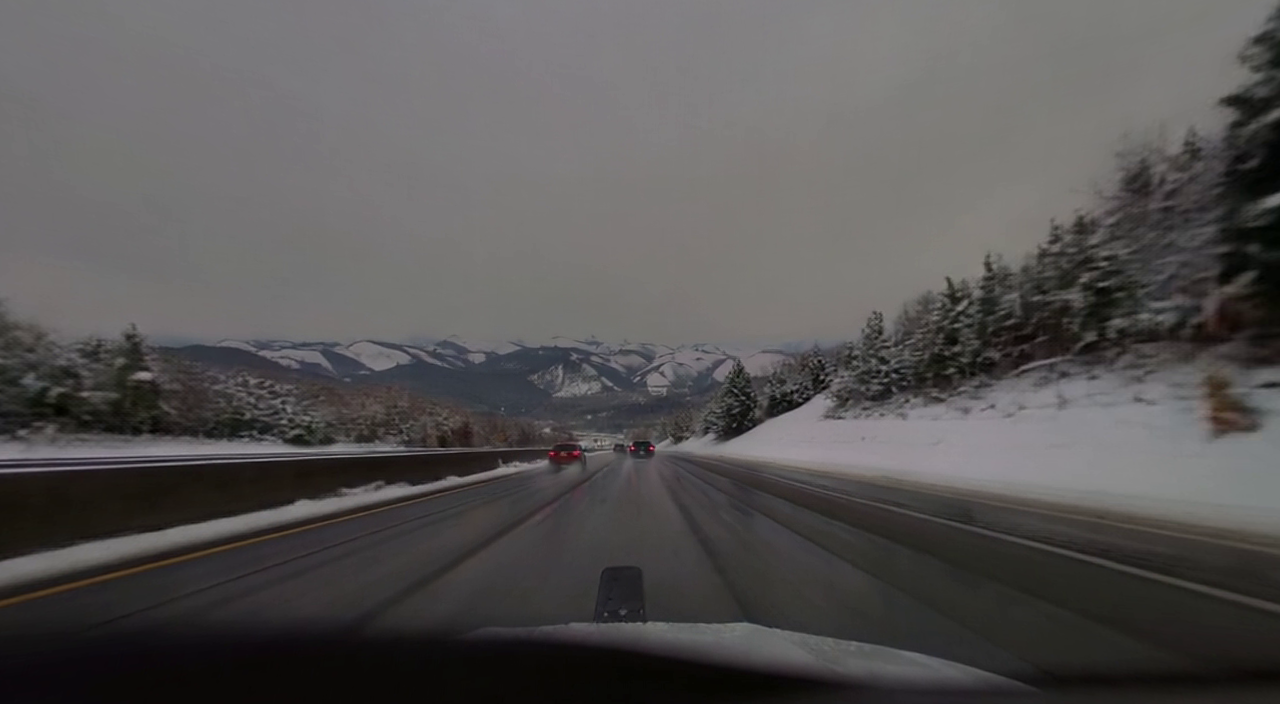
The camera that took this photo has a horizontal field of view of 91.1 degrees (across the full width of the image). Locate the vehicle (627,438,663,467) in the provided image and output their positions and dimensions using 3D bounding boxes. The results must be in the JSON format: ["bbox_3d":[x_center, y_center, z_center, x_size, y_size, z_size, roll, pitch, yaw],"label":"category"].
[{"bbox_3d":[0.290,6.785,42.473,2.272,1.836,4.866,0,-9,0],"label":"vehicle"}]

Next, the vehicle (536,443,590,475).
[{"bbox_3d":[-3.742,5.299,31.431,2.082,1.485,4.237,0,-9,1],"label":"vehicle"}]
